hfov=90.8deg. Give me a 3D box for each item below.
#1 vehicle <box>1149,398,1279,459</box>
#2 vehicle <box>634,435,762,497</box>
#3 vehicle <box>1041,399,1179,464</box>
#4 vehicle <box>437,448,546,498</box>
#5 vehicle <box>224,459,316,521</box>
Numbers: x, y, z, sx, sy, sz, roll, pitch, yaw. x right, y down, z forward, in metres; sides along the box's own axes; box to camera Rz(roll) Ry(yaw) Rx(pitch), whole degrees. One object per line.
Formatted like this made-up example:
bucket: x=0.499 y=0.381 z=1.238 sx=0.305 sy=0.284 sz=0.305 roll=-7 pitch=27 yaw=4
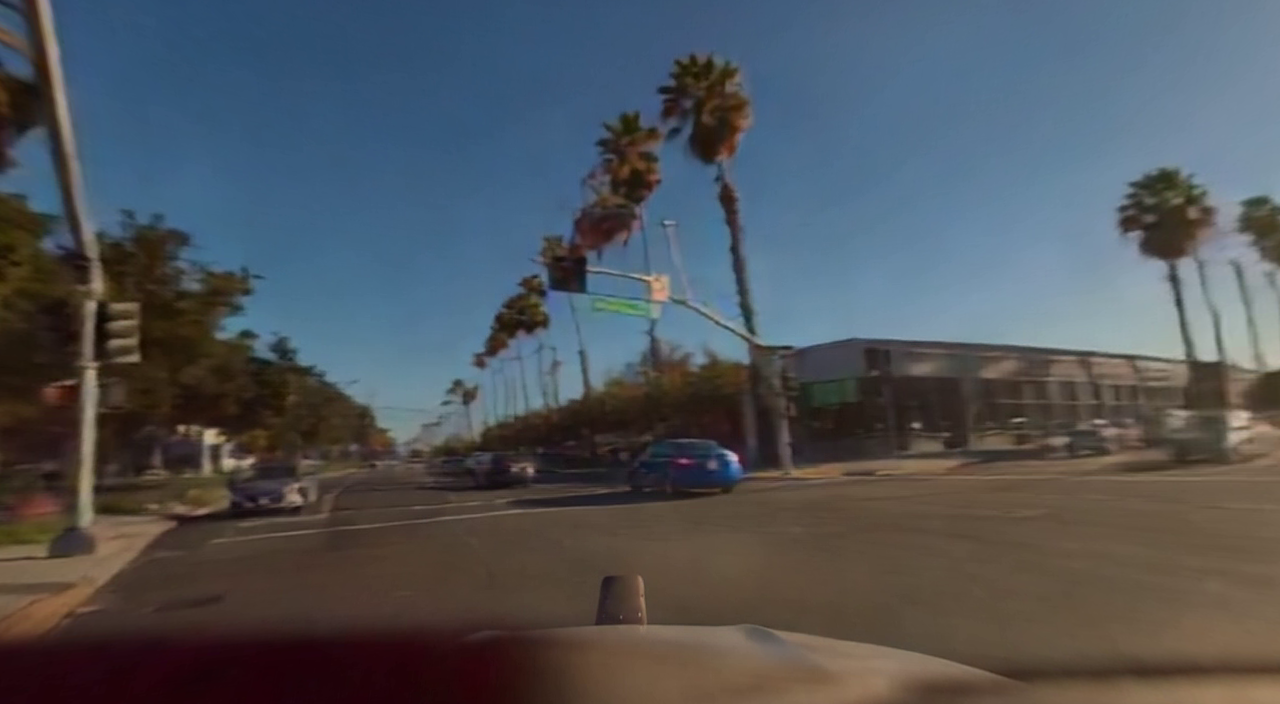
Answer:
vehicle: x=16.307 y=2.172 z=17.609 sx=4.348 sy=1.498 sz=2.041 roll=5 pitch=-10 yaw=-35
vehicle: x=1.428 y=3.099 z=17.606 sx=2.089 sy=1.471 sz=4.206 roll=2 pitch=-9 yaw=-17
vehicle: x=15.246 y=2.550 z=20.465 sx=4.176 sy=1.593 sz=2.090 roll=-1 pitch=-9 yaw=-34
vehicle: x=-5.336 y=4.173 z=22.259 sx=2.068 sy=1.509 sz=4.687 roll=6 pitch=-10 yaw=-35
vehicle: x=-11.478 y=4.127 z=19.442 sx=1.951 sy=1.546 sz=4.597 roll=6 pitch=-10 yaw=-35
